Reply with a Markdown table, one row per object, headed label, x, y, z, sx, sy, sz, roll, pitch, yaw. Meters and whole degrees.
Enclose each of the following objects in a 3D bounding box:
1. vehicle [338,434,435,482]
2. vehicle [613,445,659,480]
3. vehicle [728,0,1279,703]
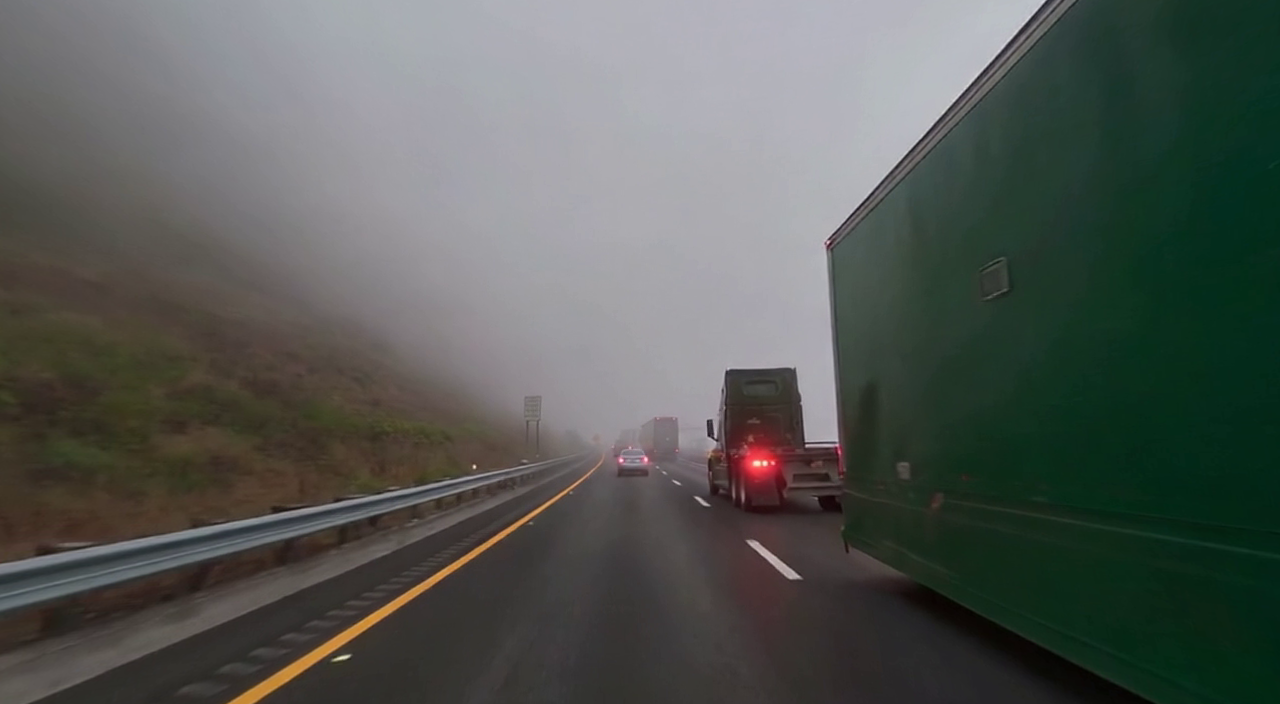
| label | x | y | z | sx | sy | sz | roll | pitch | yaw |
| --- | --- | --- | --- | --- | --- | --- | --- | --- | --- |
| vehicle | -8.970 | 3.784 | 22.724 | 1.806 | 1.550 | 4.127 | 0 | -9 | -1 |
| vehicle | -0.170 | 4.901 | 28.155 | 1.927 | 1.437 | 3.794 | 0 | -9 | 0 |
| vehicle | 3.584 | 0.574 | 8.188 | 2.874 | 4.065 | 14.243 | 0 | -9 | 0 |
